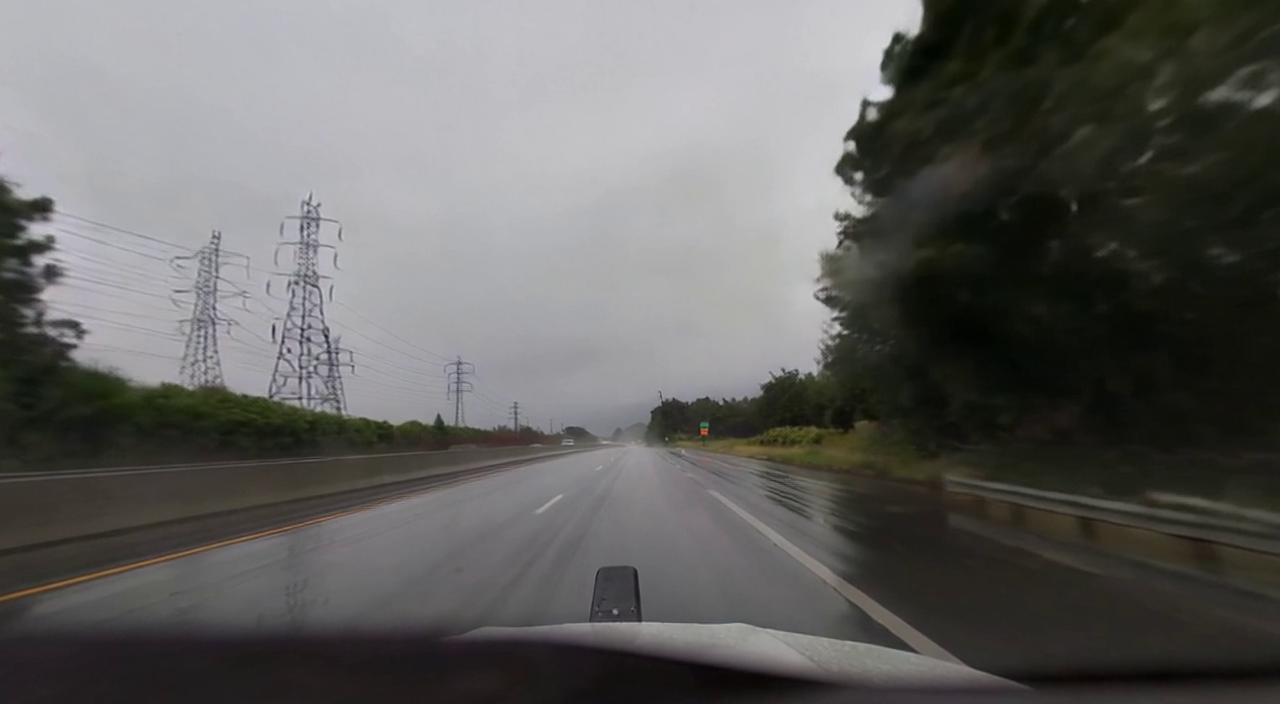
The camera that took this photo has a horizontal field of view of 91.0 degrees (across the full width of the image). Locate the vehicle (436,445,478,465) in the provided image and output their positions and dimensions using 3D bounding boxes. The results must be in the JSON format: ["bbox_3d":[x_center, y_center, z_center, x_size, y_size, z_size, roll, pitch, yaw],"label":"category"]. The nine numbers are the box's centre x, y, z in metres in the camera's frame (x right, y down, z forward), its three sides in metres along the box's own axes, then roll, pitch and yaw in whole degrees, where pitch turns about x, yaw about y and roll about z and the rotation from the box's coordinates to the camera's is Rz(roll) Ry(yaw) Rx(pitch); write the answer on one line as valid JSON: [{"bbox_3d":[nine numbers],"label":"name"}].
[{"bbox_3d":[-14.294,8.042,49.357,1.953,1.477,4.501,0,-8,0],"label":"vehicle"}]
